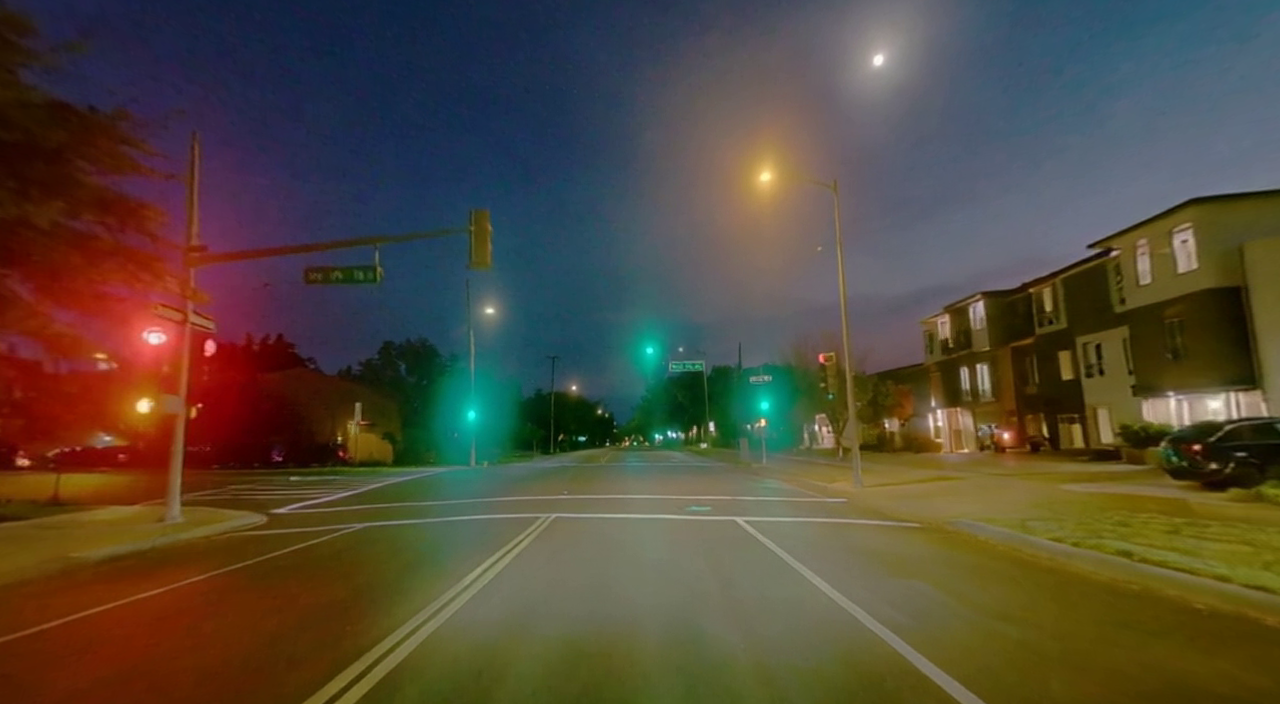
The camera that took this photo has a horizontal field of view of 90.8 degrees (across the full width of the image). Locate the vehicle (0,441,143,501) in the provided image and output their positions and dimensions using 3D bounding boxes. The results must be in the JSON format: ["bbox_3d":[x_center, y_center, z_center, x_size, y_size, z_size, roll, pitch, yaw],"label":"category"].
[{"bbox_3d":[-20.103,3.966,21.274,4.804,1.842,2.171,0,-8,-1],"label":"vehicle"}]

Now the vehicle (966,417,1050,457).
[{"bbox_3d":[17.075,4.033,29.568,2.013,1.722,4.007,-2,-9,10],"label":"vehicle"}]

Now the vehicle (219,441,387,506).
[{"bbox_3d":[-9.304,3.363,17.479,4.135,1.424,1.945,-9,-11,23],"label":"vehicle"}]

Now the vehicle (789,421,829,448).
[{"bbox_3d":[11.467,5.663,43.116,1.950,1.714,4.245,-1,-9,6],"label":"vehicle"}]

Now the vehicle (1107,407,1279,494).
[{"bbox_3d":[12.752,1.926,12.848,4.908,1.521,2.108,-2,-8,-5],"label":"vehicle"}]
